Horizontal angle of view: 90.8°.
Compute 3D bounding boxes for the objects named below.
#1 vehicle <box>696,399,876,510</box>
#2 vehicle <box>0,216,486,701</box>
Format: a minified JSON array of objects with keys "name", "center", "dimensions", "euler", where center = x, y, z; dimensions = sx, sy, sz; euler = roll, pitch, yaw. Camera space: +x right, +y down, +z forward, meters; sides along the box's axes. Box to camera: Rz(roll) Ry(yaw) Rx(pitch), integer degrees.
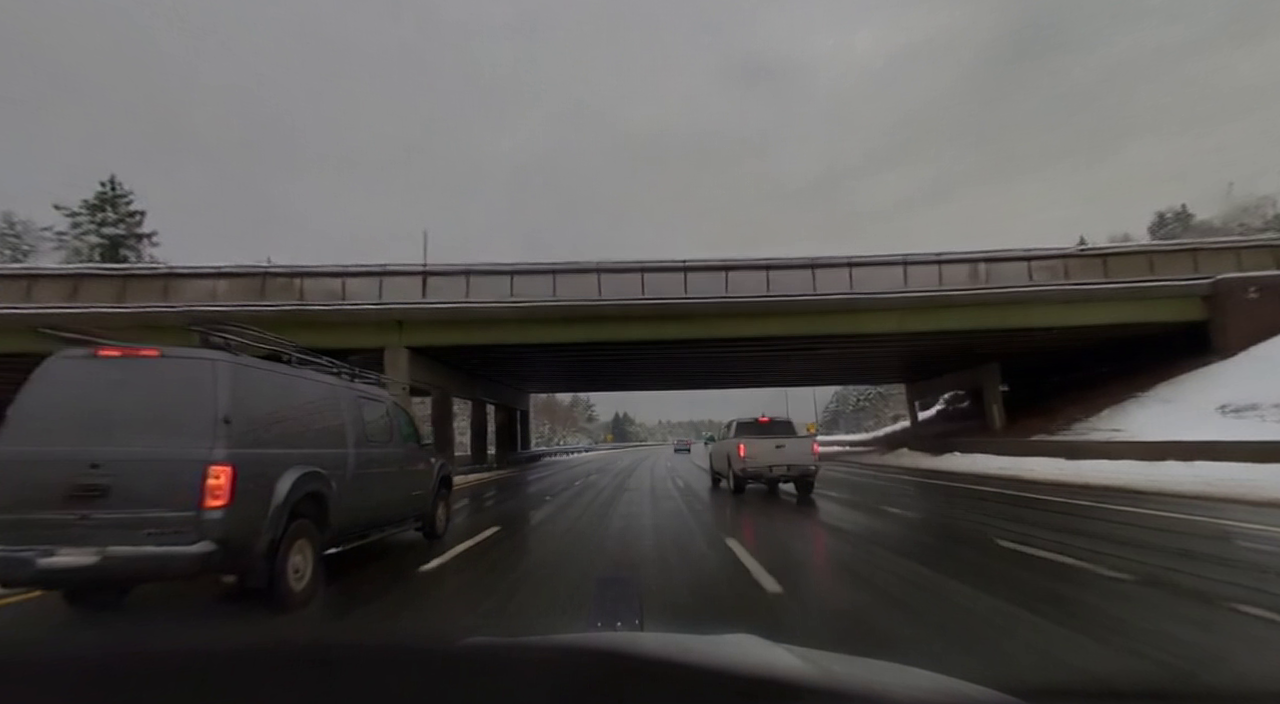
[{"name":"vehicle","center":[3.005,2.361,14.897],"dimensions":[2.693,2.044,5.882],"euler":[-1,-8,-1]},{"name":"vehicle","center":[-3.554,0.981,6.573],"dimensions":[2.369,2.682,6.088],"euler":[-1,-8,0]}]
